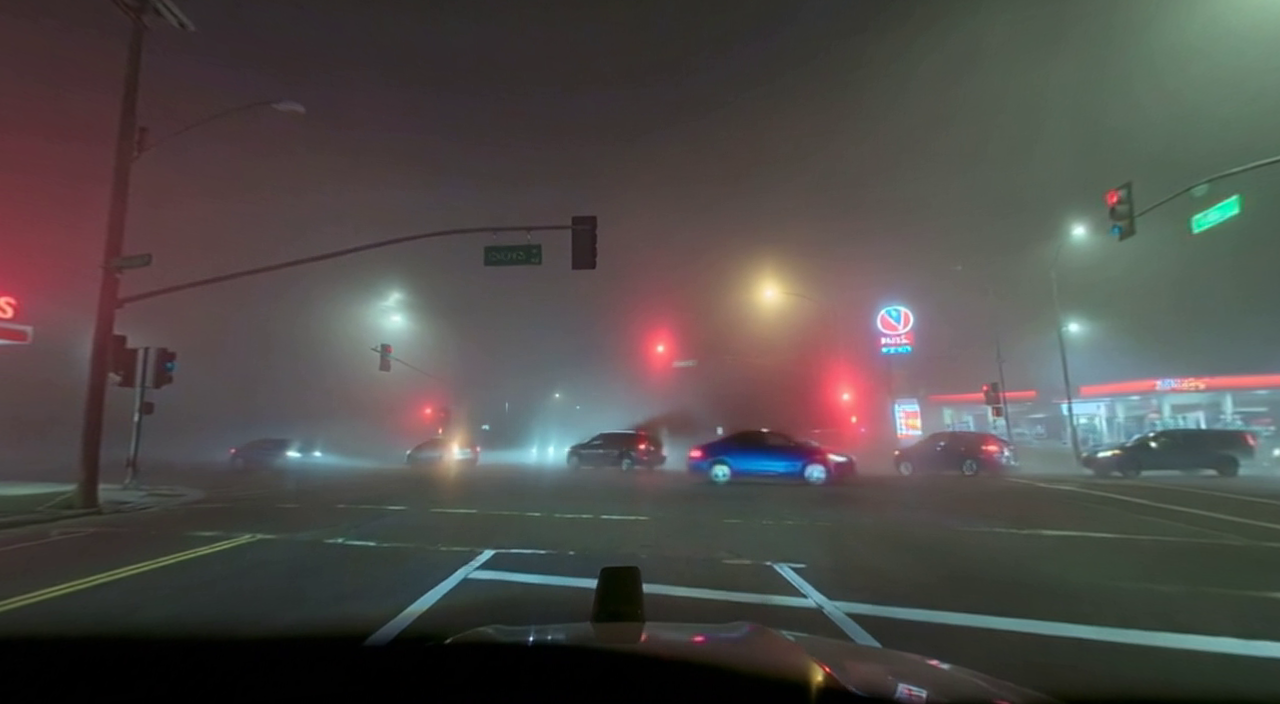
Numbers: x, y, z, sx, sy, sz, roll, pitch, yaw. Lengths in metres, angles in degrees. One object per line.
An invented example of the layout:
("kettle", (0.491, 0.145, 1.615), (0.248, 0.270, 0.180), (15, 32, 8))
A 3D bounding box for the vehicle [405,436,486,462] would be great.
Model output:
("vehicle", (-11.889, 5.945, 38.602), (4.801, 1.466, 1.830), (-5, -10, 27))

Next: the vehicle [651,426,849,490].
("vehicle", (2.863, 2.802, 16.804), (4.806, 1.482, 1.862), (-5, -10, 28))

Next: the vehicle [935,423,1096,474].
("vehicle", (12.984, 3.402, 22.257), (4.568, 1.643, 1.911), (-4, -9, 24))

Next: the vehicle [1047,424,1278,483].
("vehicle", (14.721, 2.917, 18.245), (4.681, 1.495, 2.096), (-5, -10, 26))

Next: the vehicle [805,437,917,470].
("vehicle", (10.757, 4.973, 31.007), (4.792, 1.467, 1.831), (-8, -12, 42))

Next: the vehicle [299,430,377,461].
("vehicle", (-18.071, 5.628, 37.744), (4.311, 1.742, 1.864), (-5, -10, 26))

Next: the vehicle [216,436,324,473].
("vehicle", (-16.145, 4.449, 27.502), (4.670, 1.458, 1.959), (-6, -10, 30))

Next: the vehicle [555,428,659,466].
("vehicle", (-1.574, 4.458, 29.620), (4.562, 1.676, 1.819), (-5, -10, 26))
